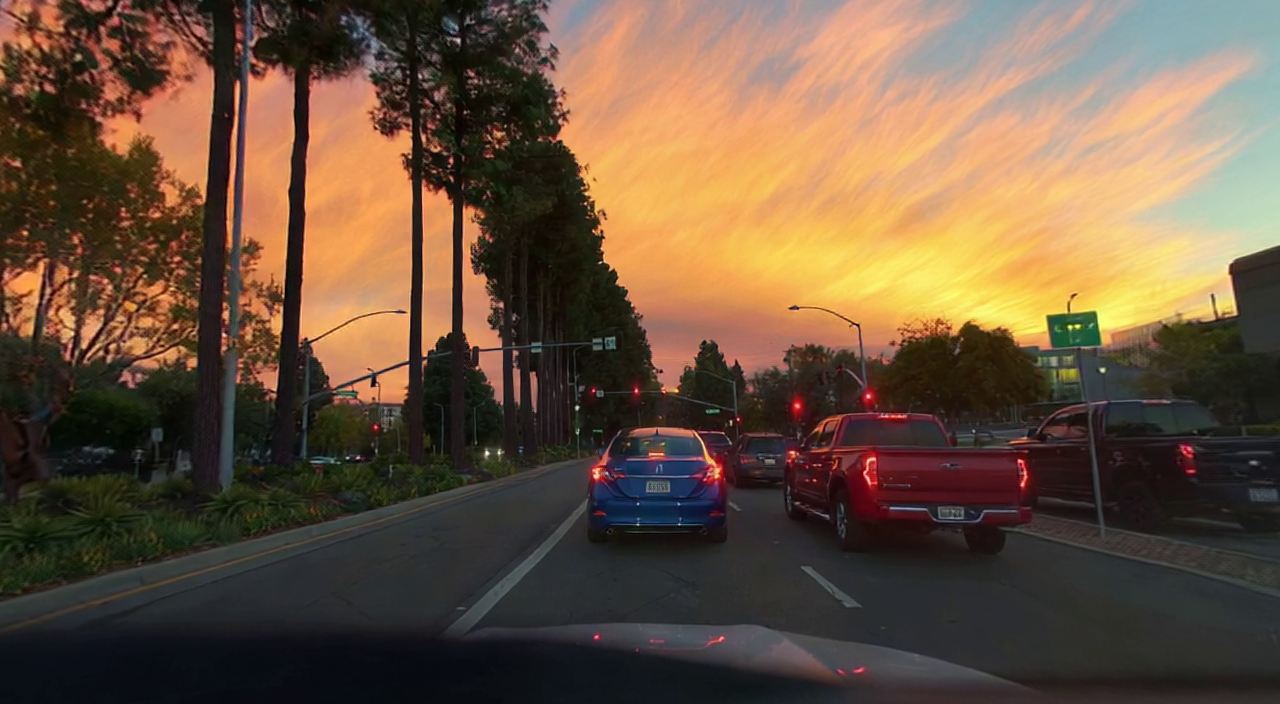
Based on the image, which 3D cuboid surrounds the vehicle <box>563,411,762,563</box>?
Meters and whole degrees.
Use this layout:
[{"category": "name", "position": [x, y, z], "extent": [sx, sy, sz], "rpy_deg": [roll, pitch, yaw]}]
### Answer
[{"category": "vehicle", "position": [0.252, 1.775, 8.961], "extent": [2.168, 1.641, 4.039], "rpy_deg": [0, -8, 0]}]

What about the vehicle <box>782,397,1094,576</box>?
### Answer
[{"category": "vehicle", "position": [3.394, 1.628, 8.360], "extent": [2.099, 1.725, 4.290], "rpy_deg": [0, -8, 1]}]
